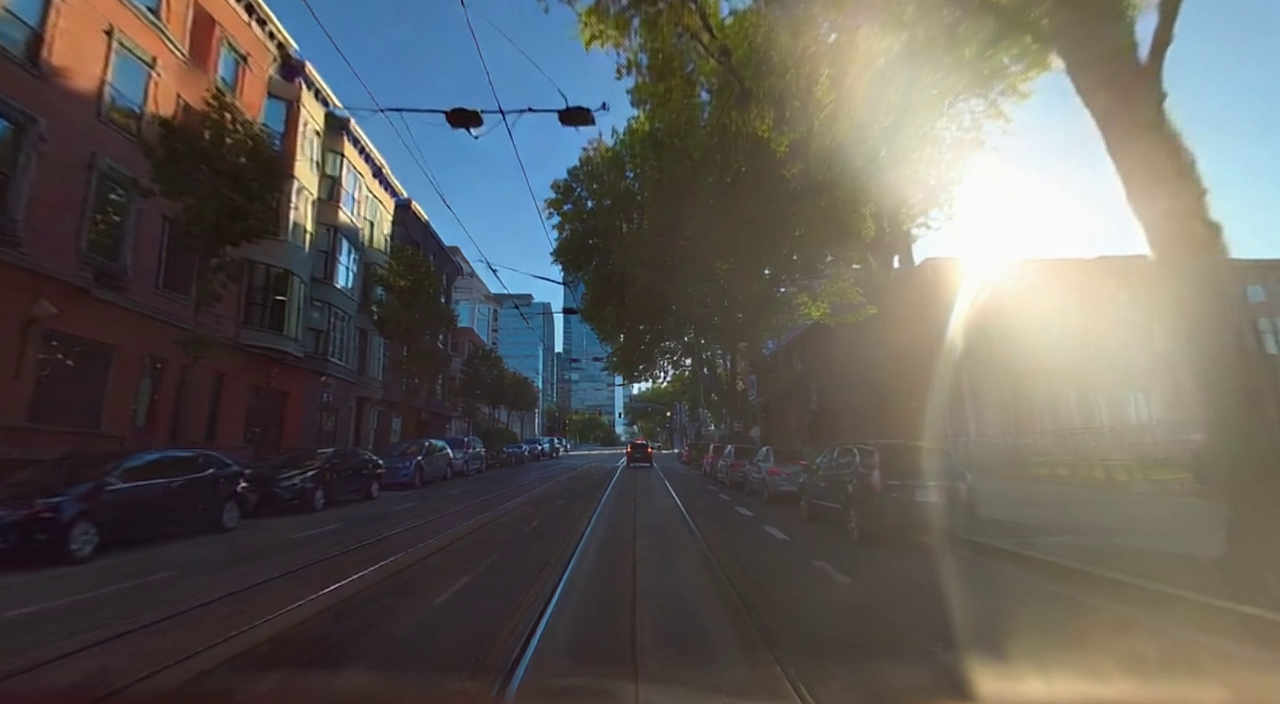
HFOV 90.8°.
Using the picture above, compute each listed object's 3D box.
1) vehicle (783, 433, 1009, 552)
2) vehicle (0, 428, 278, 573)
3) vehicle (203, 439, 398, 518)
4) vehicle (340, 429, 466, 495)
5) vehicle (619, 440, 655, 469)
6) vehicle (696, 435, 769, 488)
[{"bbox_3d":[3.878,2.181,10.546,1.890,1.559,4.281,0,-9,-1],"label":"vehicle"},{"bbox_3d":[-7.319,1.958,8.926,1.756,1.492,4.426,2,-10,-1],"label":"vehicle"},{"bbox_3d":[-7.374,2.771,14.437,1.833,1.477,4.851,0,-9,-1],"label":"vehicle"},{"bbox_3d":[-7.294,3.448,20.146,2.049,1.821,5.066,0,-9,0],"label":"vehicle"},{"bbox_3d":[-0.176,5.802,35.885,1.984,1.571,3.404,0,-9,0],"label":"vehicle"},{"bbox_3d":[3.825,4.622,27.416,2.242,2.000,6.340,1,-8,0],"label":"vehicle"}]
